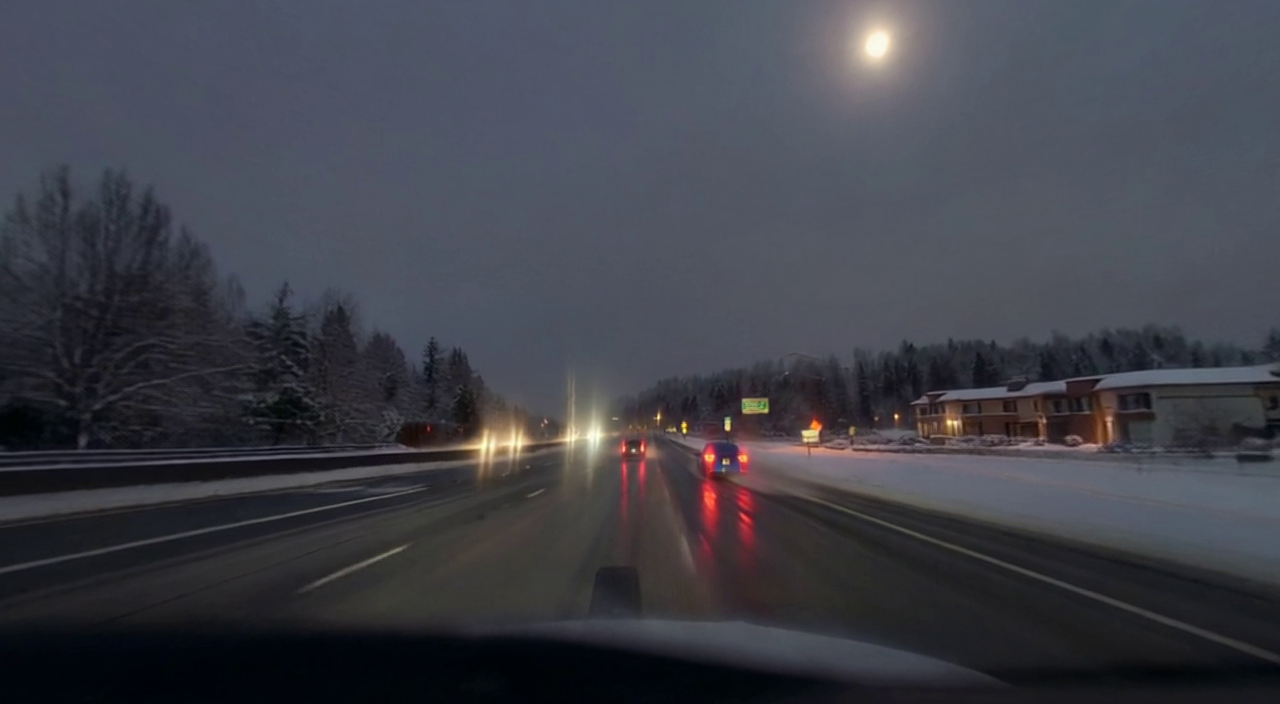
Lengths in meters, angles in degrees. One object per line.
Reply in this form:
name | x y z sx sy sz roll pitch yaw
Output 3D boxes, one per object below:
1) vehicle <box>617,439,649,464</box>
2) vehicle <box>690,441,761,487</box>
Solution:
vehicle | -0.427 7.029 44.680 2.127 1.692 4.382 0 -9 1
vehicle | 3.094 4.156 23.829 2.029 1.528 4.644 0 -9 0
